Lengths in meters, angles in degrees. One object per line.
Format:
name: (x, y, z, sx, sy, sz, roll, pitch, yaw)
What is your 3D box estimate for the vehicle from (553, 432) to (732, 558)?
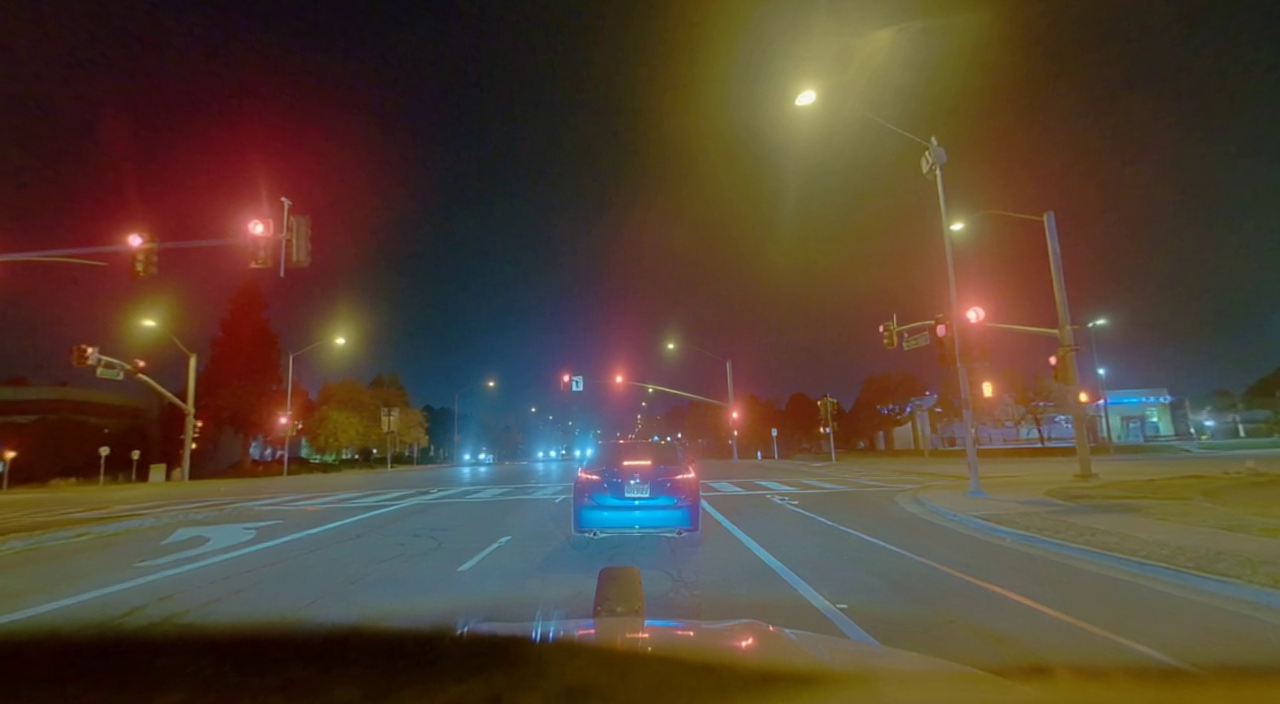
vehicle: (-0.004, 1.998, 9.513, 2.107, 1.470, 3.974, 0, -9, -1)
